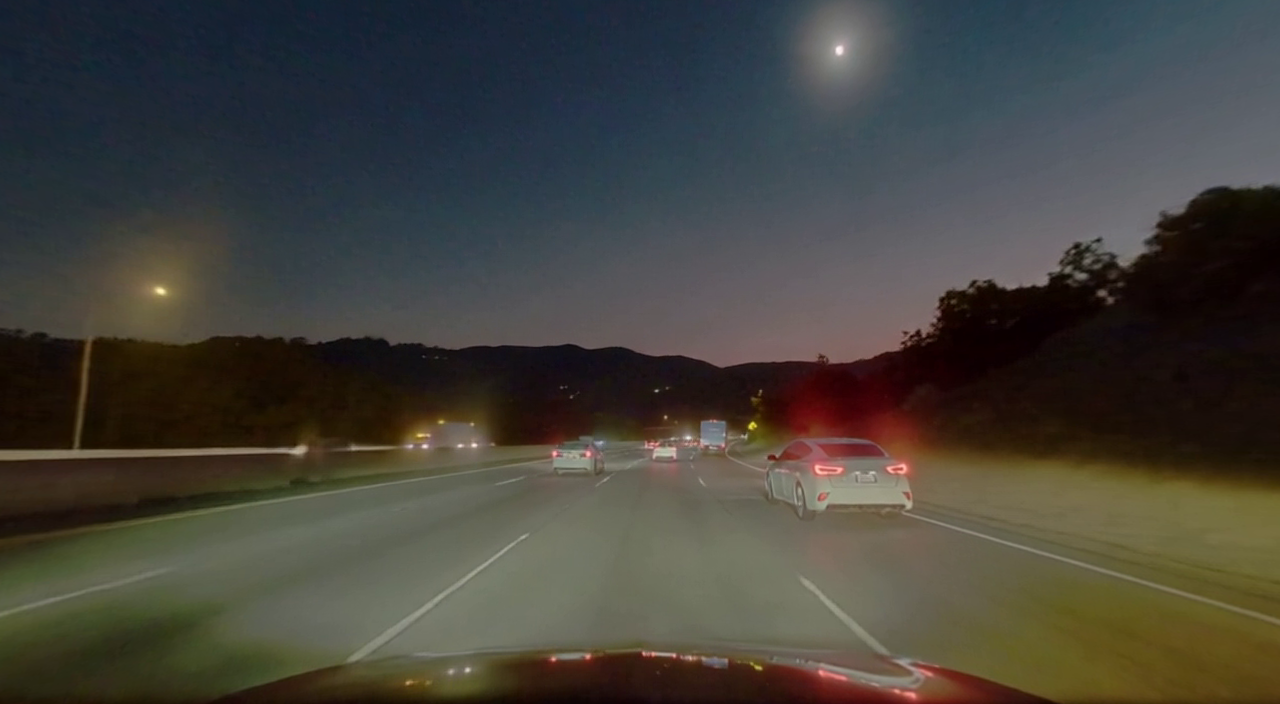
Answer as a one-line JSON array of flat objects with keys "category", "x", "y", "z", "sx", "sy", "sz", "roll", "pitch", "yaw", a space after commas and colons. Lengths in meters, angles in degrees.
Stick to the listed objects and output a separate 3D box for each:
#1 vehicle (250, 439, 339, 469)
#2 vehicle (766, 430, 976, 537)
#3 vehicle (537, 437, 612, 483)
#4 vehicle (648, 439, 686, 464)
[{"category": "vehicle", "x": -18.767, "y": 5.548, "z": 34.529, "sx": 1.943, "sy": 1.538, "sz": 4.704, "roll": -1, "pitch": -8, "yaw": 4}, {"category": "vehicle", "x": 3.653, "y": 2.141, "z": 10.973, "sx": 2.013, "sy": 1.464, "sz": 4.317, "roll": 0, "pitch": -8, "yaw": 0}, {"category": "vehicle", "x": -2.287, "y": 3.957, "z": 23.485, "sx": 2.031, "sy": 1.491, "sz": 4.792, "roll": -1, "pitch": -8, "yaw": 3}, {"category": "vehicle", "x": 1.688, "y": 6.072, "z": 38.618, "sx": 2.202, "sy": 1.467, "sz": 3.929, "roll": -1, "pitch": -8, "yaw": 3}]
